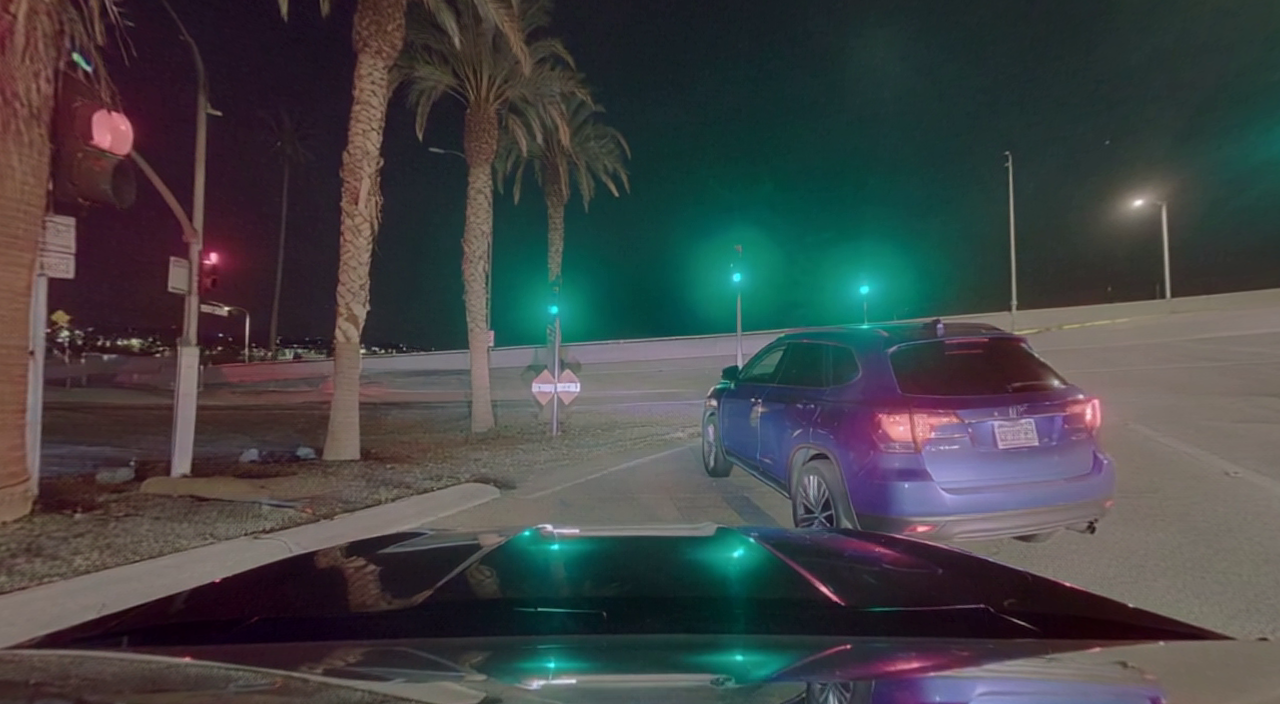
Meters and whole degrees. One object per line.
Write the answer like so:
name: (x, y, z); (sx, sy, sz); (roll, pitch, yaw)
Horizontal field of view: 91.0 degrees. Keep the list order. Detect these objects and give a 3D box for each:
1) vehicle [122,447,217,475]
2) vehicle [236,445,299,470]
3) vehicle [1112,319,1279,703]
vehicle: (-26.559, 6.162, 35.749); (1.830, 1.443, 4.551); (0, -9, 2)
vehicle: (-26.267, 7.420, 44.555); (1.941, 1.631, 4.017); (0, -9, 0)
vehicle: (3.458, 0.523, 0.789); (2.028, 1.770, 4.737); (0, -9, 0)
